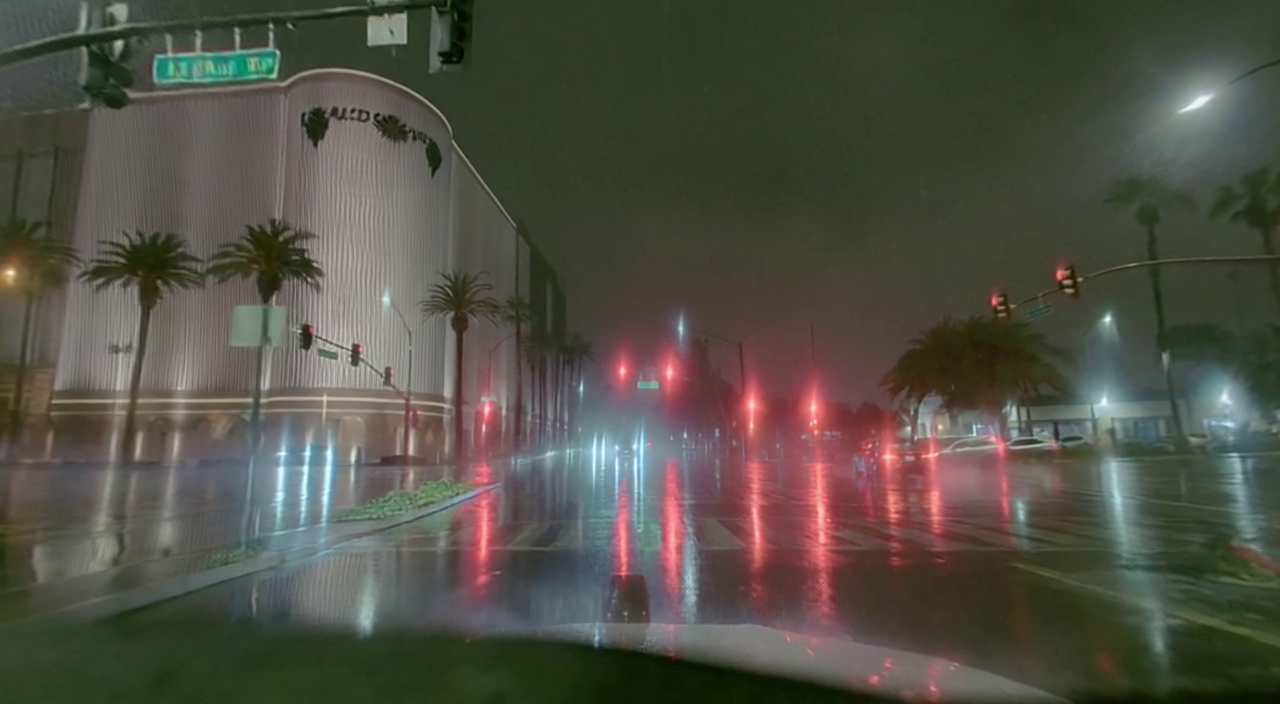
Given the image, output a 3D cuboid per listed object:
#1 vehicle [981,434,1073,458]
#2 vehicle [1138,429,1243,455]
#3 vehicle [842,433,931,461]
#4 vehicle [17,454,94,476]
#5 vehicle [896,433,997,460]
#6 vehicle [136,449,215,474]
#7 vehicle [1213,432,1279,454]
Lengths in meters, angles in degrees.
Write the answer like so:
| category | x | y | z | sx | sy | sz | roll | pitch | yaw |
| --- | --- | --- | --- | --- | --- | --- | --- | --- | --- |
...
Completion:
| category | x | y | z | sx | sy | sz | roll | pitch | yaw |
| --- | --- | --- | --- | --- | --- | --- | --- | --- | --- |
| vehicle | 23.630 | 5.759 | 38.602 | 4.423 | 1.465 | 1.798 | 0 | -8 | 1 |
| vehicle | 33.301 | 5.462 | 38.205 | 4.567 | 1.458 | 1.791 | 0 | -8 | 1 |
| vehicle | 15.108 | 5.854 | 38.843 | 4.648 | 1.665 | 1.910 | 0 | -8 | 0 |
| vehicle | -41.540 | 7.999 | 44.812 | 3.698 | 1.467 | 1.779 | 0 | -9 | 1 |
| vehicle | 17.032 | 5.281 | 35.140 | 4.684 | 1.461 | 1.777 | 0 | -8 | -1 |
| vehicle | -32.950 | 7.780 | 44.778 | 4.136 | 1.661 | 1.857 | 0 | -8 | 1 |
| vehicle | 42.205 | 6.191 | 42.943 | 4.437 | 1.469 | 1.811 | 0 | -8 | 0 |
